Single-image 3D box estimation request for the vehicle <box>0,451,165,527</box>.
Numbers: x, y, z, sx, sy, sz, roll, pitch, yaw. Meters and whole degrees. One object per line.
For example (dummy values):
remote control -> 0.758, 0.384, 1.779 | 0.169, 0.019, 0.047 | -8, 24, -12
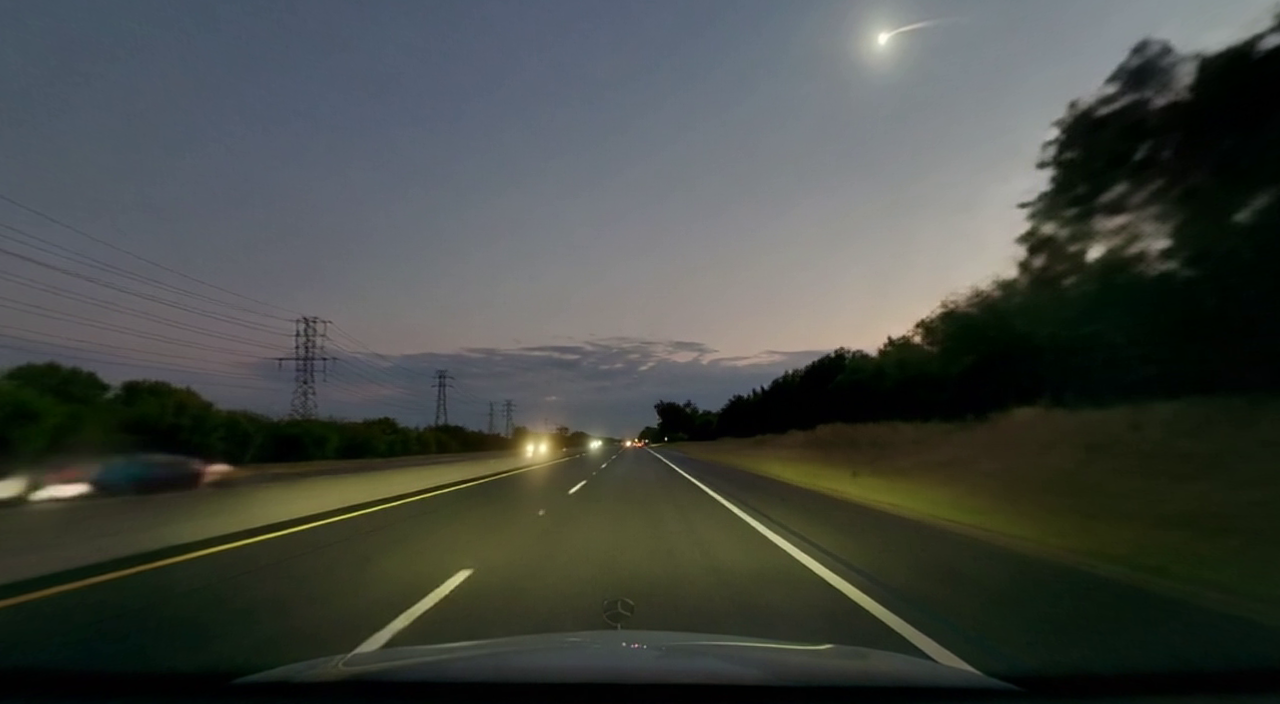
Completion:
vehicle -> -14.190, 3.184, 15.189 | 1.953, 1.477, 4.501 | 0, -8, -1
